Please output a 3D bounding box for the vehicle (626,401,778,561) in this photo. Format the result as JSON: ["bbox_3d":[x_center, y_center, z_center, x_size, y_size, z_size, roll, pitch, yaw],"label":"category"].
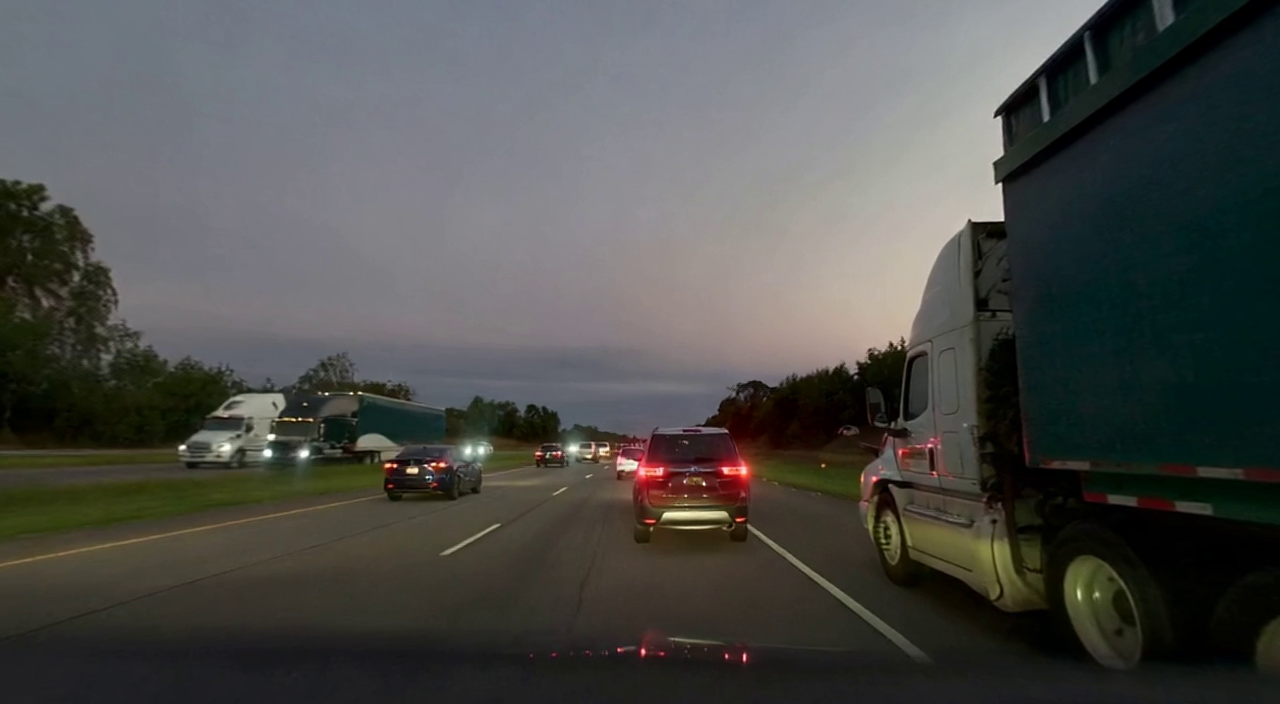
[{"bbox_3d":[0.755,1.864,9.704,1.825,1.920,3.960,0,-9,0],"label":"vehicle"}]

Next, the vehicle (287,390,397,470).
[{"bbox_3d":[-15.927,4.289,34.240,2.946,3.934,5.884,0,-9,1],"label":"vehicle"}]

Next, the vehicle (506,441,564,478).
[{"bbox_3d":[-4.702,4.876,28.804,1.855,1.527,4.209,0,-9,1],"label":"vehicle"}]

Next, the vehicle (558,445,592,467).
[{"bbox_3d":[-4.501,7.271,44.161,1.857,1.423,3.920,0,-9,1],"label":"vehicle"}]

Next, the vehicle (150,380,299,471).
[{"bbox_3d":[-19.857,3.669,30.664,2.867,3.988,6.021,0,-9,1],"label":"vehicle"}]

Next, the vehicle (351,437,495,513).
[{"bbox_3d":[-4.757,2.730,14.472,1.867,1.489,3.829,0,-9,1],"label":"vehicle"}]

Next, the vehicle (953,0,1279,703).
[{"bbox_3d":[3.834,0.147,3.379,2.141,3.473,4.217,-1,-9,3],"label":"vehicle"}]
